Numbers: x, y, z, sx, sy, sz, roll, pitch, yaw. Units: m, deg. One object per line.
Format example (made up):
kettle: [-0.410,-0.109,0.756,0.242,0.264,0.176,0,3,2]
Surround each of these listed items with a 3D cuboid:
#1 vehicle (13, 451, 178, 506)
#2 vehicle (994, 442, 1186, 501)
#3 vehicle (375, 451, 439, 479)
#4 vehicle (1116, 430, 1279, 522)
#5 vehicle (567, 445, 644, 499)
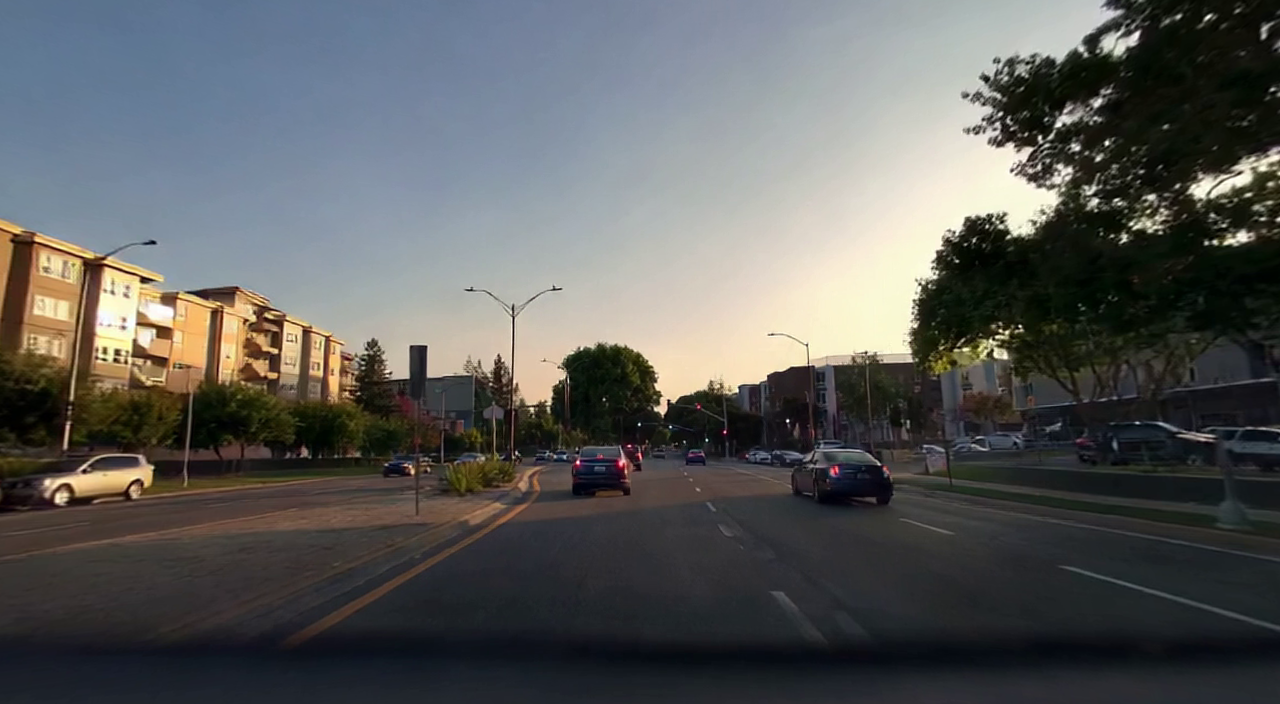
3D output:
vehicle: [-20.572,4.762,24.249,2.103,1.824,4.755,0,-9,-1]
vehicle: [12.482,3.327,18.007,2.062,1.442,4.533,0,-9,-1]
vehicle: [-13.256,6.436,36.224,1.882,1.475,4.522,0,-9,1]
vehicle: [12.470,2.441,12.737,1.985,1.626,4.824,0,-9,1]
vehicle: [-1.074,3.663,19.723,2.144,1.447,4.421,0,-9,-3]
